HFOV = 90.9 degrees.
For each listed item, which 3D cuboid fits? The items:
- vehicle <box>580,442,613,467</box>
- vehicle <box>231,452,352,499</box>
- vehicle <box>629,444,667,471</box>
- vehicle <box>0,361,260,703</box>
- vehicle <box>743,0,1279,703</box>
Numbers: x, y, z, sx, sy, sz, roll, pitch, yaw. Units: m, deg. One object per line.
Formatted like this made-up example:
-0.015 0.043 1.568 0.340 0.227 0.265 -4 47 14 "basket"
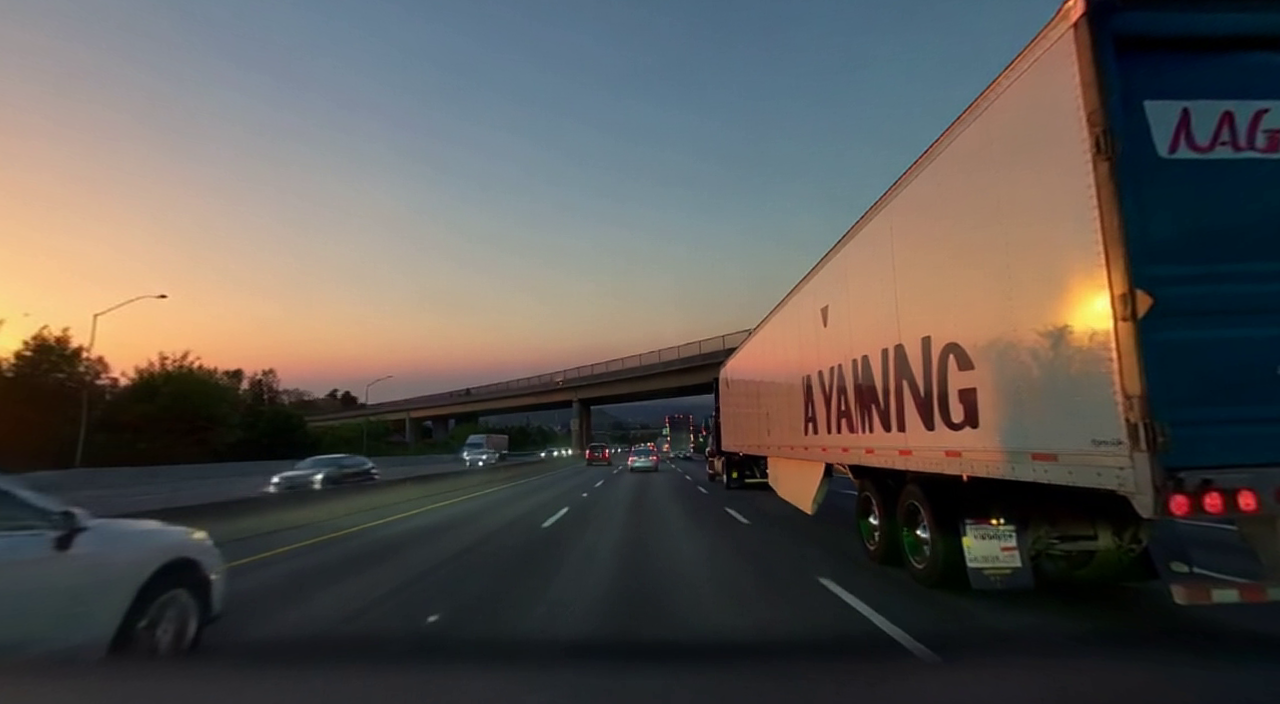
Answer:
-3.125 7.436 46.074 2.058 1.711 4.226 -1 -9 1 "vehicle"
-12.158 4.296 22.367 1.763 1.453 4.339 -1 -9 1 "vehicle"
0.449 6.099 36.587 2.063 1.469 4.208 0 -9 0 "vehicle"
-3.830 0.803 2.000 2.091 1.722 4.974 -1 -9 1 "vehicle"
3.902 0.509 8.767 2.821 4.077 12.562 0 -9 0 "vehicle"
